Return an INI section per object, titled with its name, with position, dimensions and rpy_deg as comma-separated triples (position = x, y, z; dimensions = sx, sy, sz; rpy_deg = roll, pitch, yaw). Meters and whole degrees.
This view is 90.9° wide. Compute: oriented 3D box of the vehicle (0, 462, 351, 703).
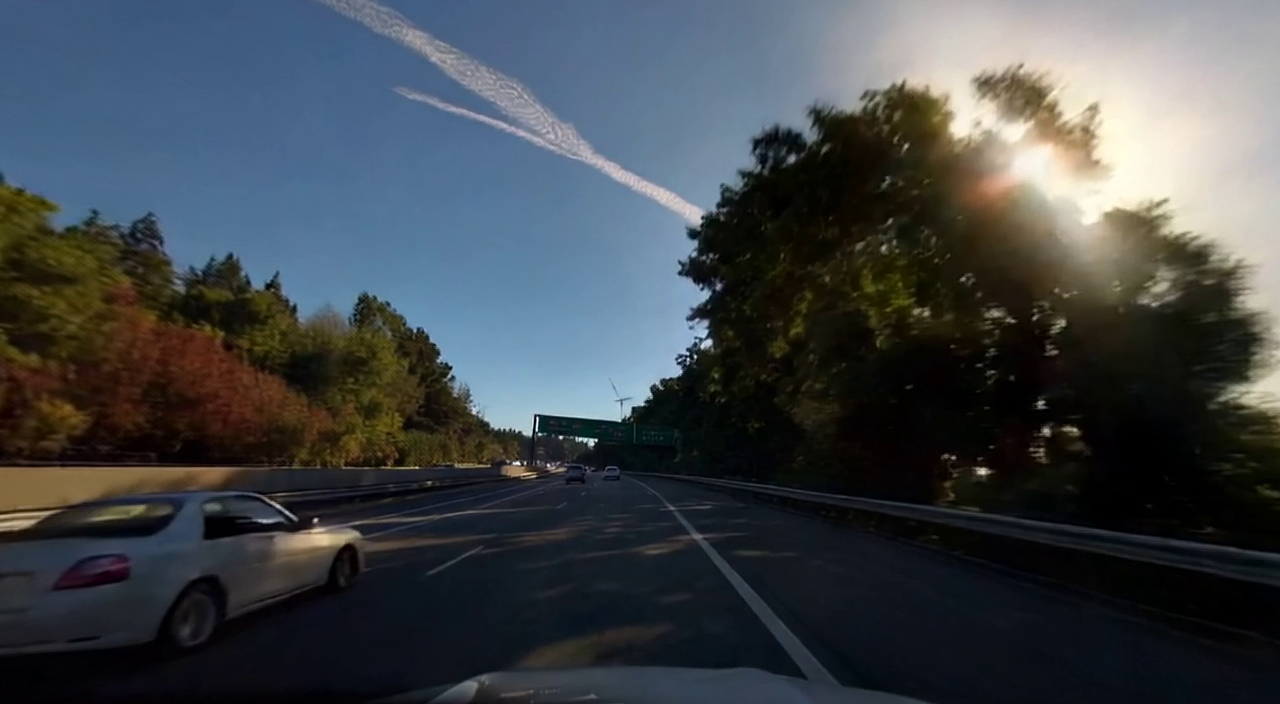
[vehicle]
position = -4.500, 1.620, 4.893
dimensions = 2.131, 1.485, 4.858
rpy_deg = 1, -11, 1
